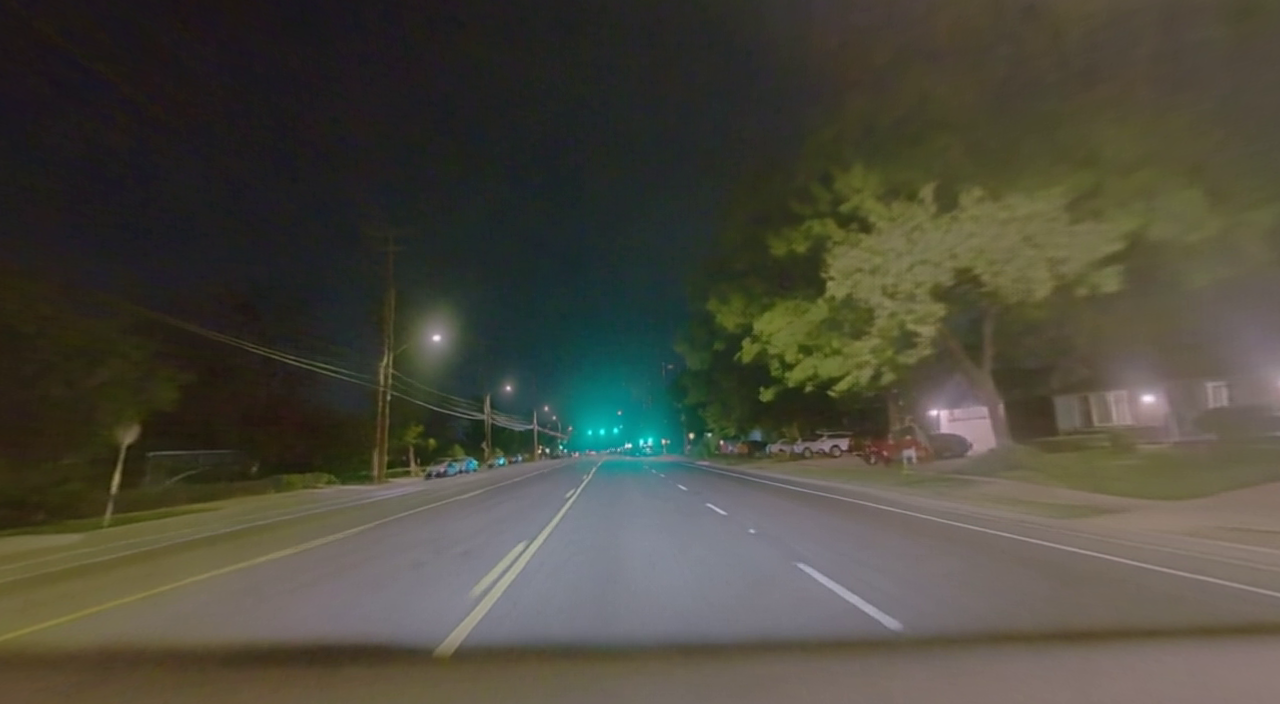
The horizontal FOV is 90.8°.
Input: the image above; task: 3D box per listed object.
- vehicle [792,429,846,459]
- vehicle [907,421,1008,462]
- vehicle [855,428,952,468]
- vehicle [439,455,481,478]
[{"bbox_3d":[11.089,5.737,39.441,2.044,1.716,4.637,-1,-8,1],"label":"vehicle"},{"bbox_3d":[12.988,3.718,26.175,1.889,1.499,4.218,-1,-8,-1],"label":"vehicle"},{"bbox_3d":[10.492,3.881,25.618,1.847,1.455,4.650,-1,-8,-1],"label":"vehicle"},{"bbox_3d":[-12.620,8.036,44.582,1.851,1.459,4.295,-1,-8,-2],"label":"vehicle"}]
